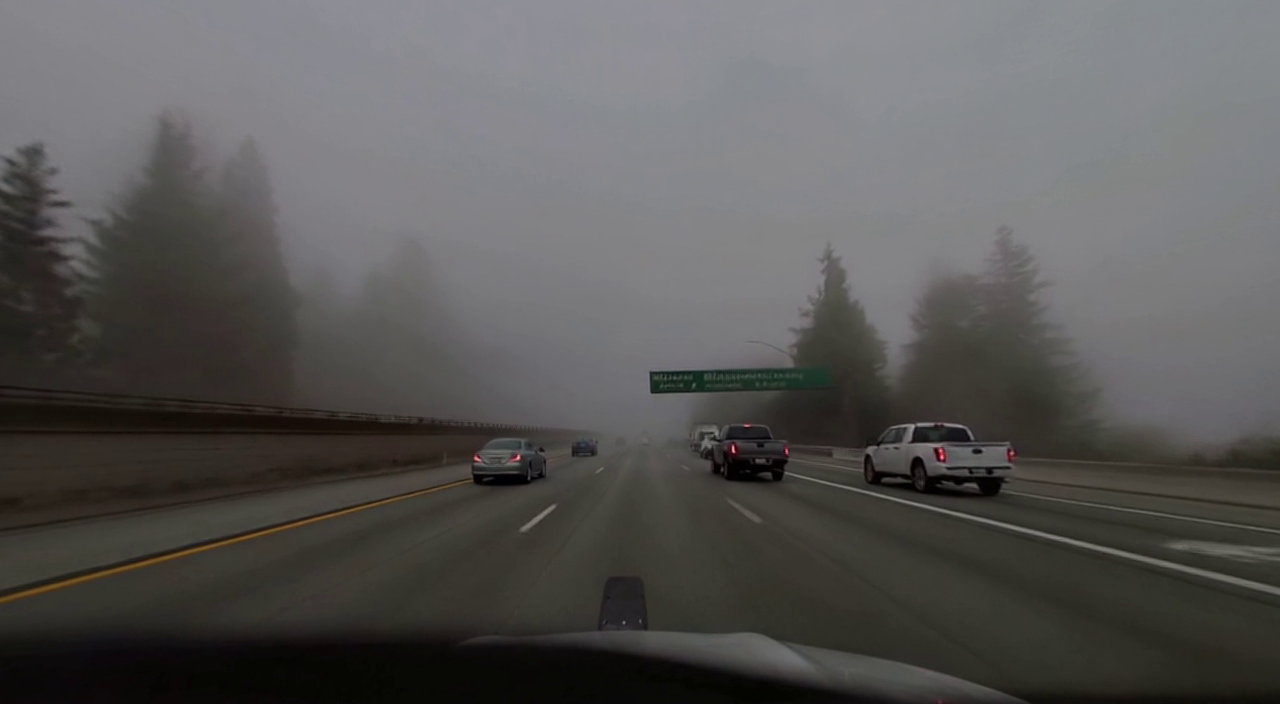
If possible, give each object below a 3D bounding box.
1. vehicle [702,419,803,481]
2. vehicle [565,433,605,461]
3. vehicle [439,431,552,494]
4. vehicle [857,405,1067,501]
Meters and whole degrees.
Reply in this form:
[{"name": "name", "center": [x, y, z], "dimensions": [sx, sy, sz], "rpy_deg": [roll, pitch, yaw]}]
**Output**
[{"name": "vehicle", "center": [3.800, 3.479, 22.612], "dimensions": [2.517, 1.935, 5.552], "rpy_deg": [0, -8, -1]}, {"name": "vehicle", "center": [-3.341, 5.890, 39.307], "dimensions": [2.020, 1.628, 4.248], "rpy_deg": [0, -8, 2]}, {"name": "vehicle", "center": [-3.708, 2.909, 16.985], "dimensions": [1.978, 1.473, 4.073], "rpy_deg": [0, -8, 1]}, {"name": "vehicle", "center": [7.674, 2.509, 15.965], "dimensions": [2.291, 1.968, 5.662], "rpy_deg": [0, -8, 0]}]
